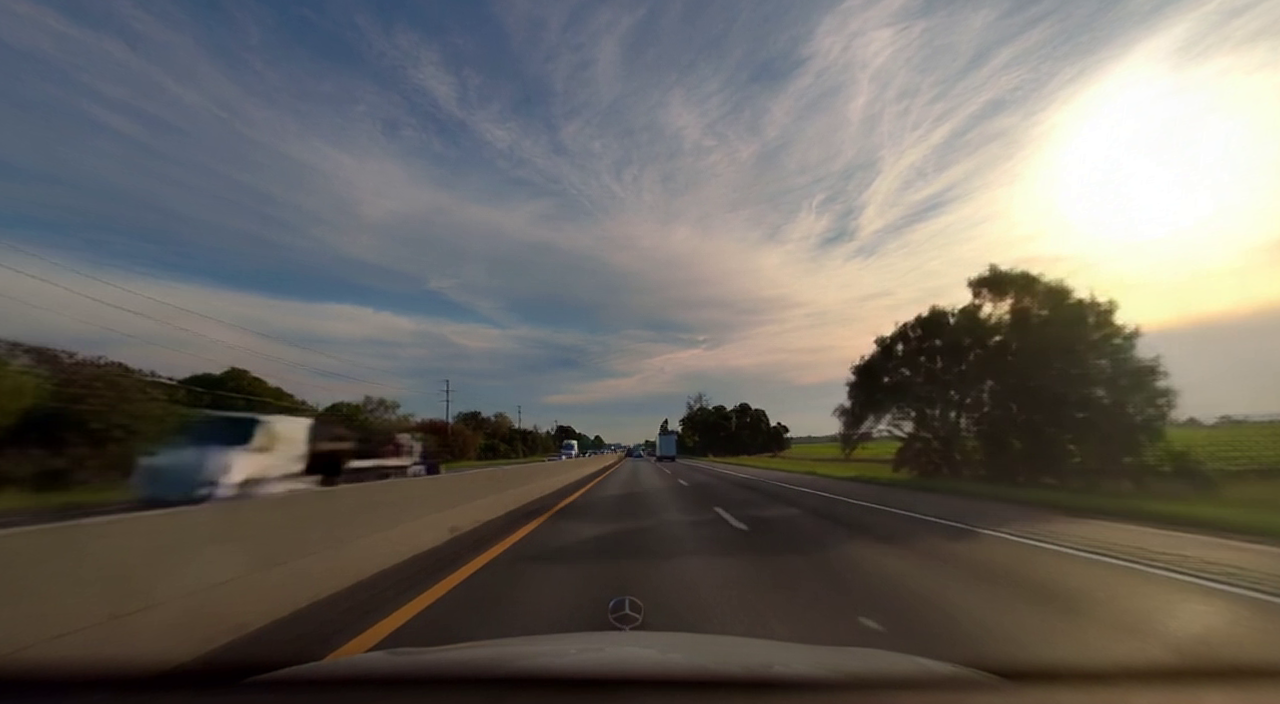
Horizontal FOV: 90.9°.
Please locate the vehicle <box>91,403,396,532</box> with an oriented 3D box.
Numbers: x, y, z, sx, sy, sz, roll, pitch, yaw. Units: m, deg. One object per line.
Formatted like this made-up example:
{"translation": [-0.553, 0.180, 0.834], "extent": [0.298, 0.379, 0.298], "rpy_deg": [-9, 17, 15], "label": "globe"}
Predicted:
{"translation": [-8.531, 2.637, 14.981], "extent": [2.544, 2.305, 7.154], "rpy_deg": [0, -9, 1], "label": "vehicle"}
